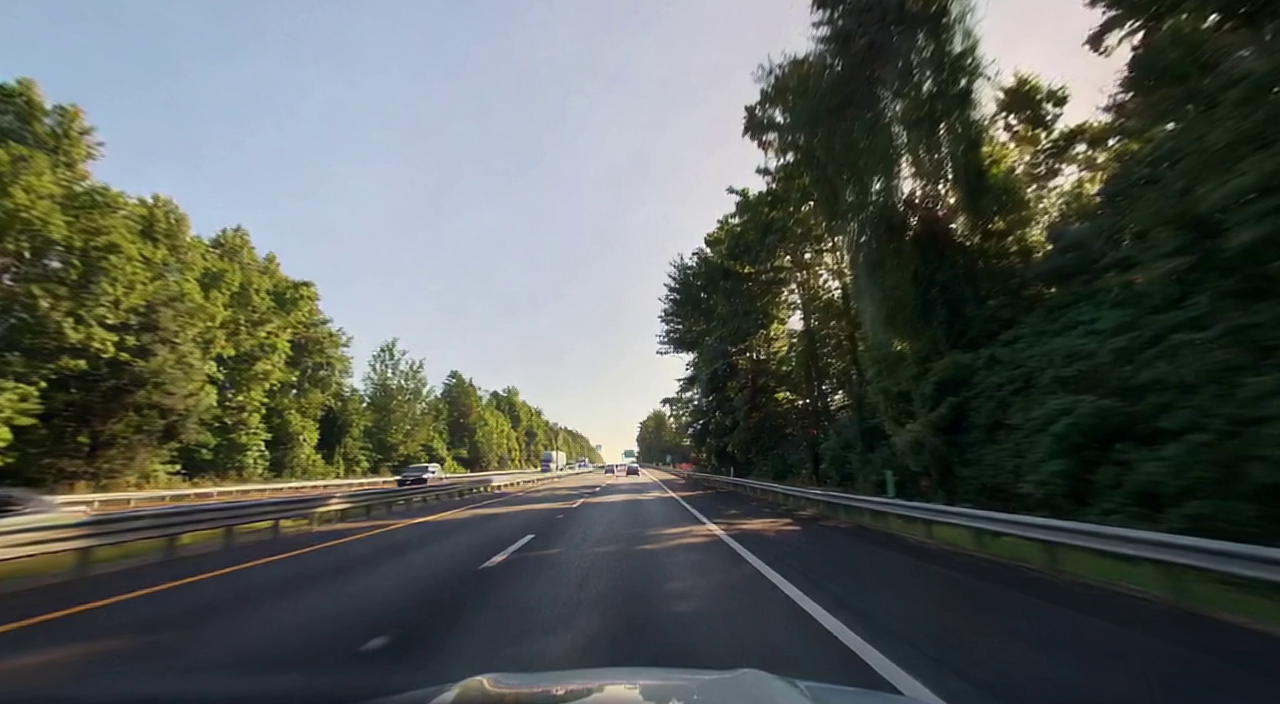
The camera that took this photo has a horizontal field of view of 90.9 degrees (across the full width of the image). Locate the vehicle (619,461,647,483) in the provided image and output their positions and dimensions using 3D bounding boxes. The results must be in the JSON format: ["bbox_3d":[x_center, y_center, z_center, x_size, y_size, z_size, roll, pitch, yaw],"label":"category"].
[{"bbox_3d":[-0.530,9.337,49.000,2.065,1.633,4.130,1,-11,-1],"label":"vehicle"}]

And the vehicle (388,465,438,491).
[{"bbox_3d":[-12.883,7.157,35.959,1.670,1.378,3.363,-1,-10,-1],"label":"vehicle"}]
